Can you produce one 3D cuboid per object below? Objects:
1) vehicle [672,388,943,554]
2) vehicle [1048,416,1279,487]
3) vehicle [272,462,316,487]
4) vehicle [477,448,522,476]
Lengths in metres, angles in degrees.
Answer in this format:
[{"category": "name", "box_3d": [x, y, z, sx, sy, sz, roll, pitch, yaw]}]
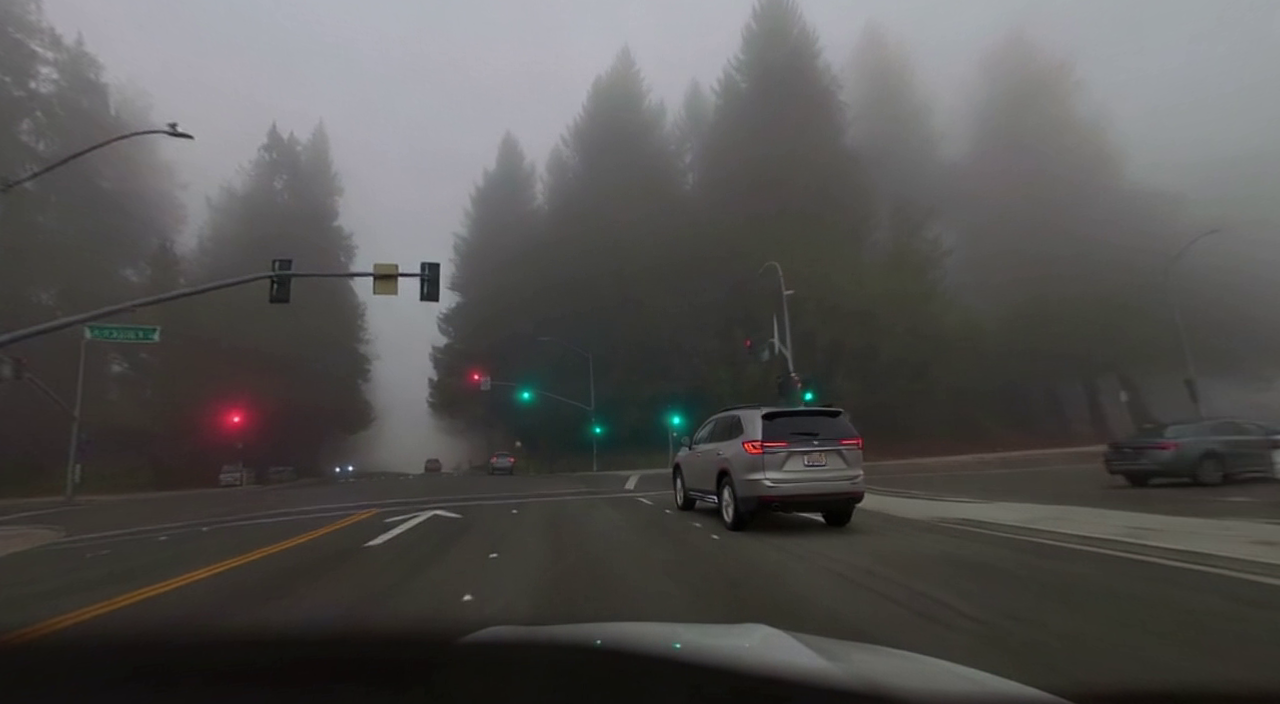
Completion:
[{"category": "vehicle", "box_3d": [2.311, 1.914, 10.889, 2.338, 2.063, 5.592, 1, -9, -10]}, {"category": "vehicle", "box_3d": [12.385, 2.361, 15.044, 3.823, 1.527, 1.986, -1, -9, 1]}, {"category": "vehicle", "box_3d": [-25.208, 8.927, 46.042, 1.955, 1.509, 4.640, -1, -8, -18]}, {"category": "vehicle", "box_3d": [-9.277, 7.156, 41.332, 2.138, 1.729, 4.178, 3, -9, -22]}]
